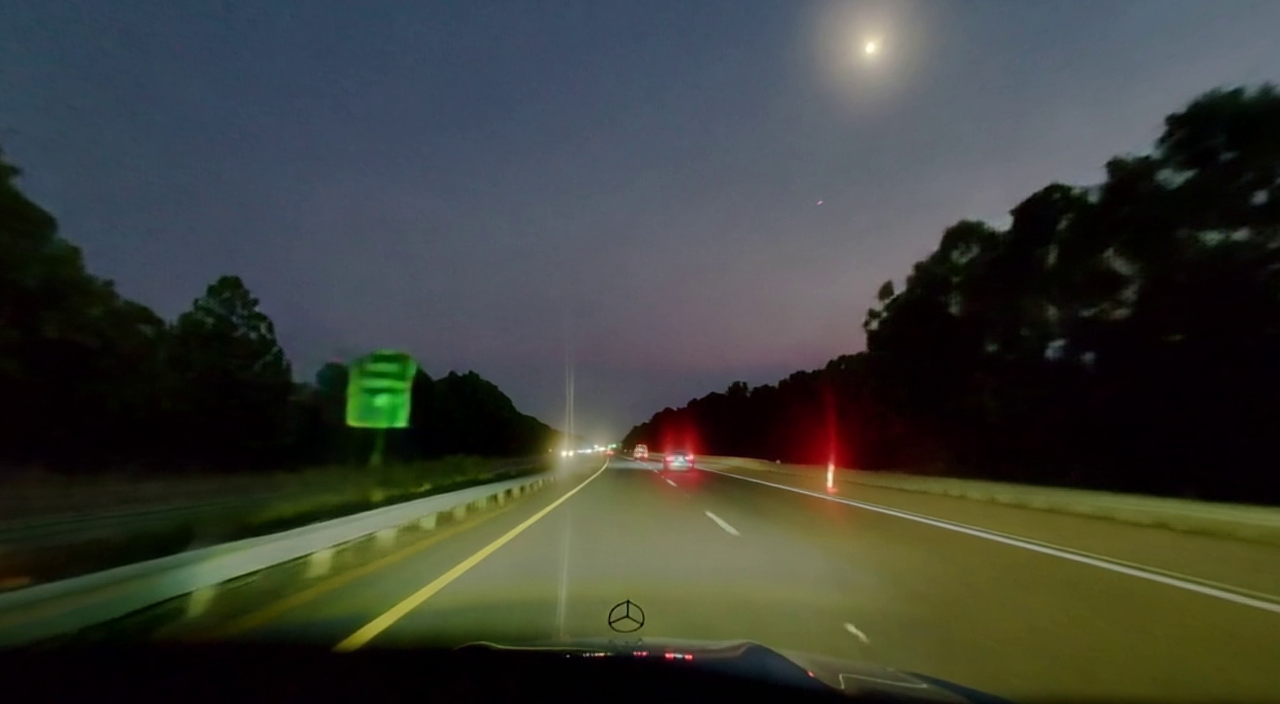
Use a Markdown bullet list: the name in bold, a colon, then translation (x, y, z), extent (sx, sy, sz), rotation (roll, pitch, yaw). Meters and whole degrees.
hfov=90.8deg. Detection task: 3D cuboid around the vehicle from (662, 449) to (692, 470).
- **vehicle**: translation (2.758, 8.105, 47.658), extent (1.870, 1.486, 3.858), rotation (0, -9, -2)
